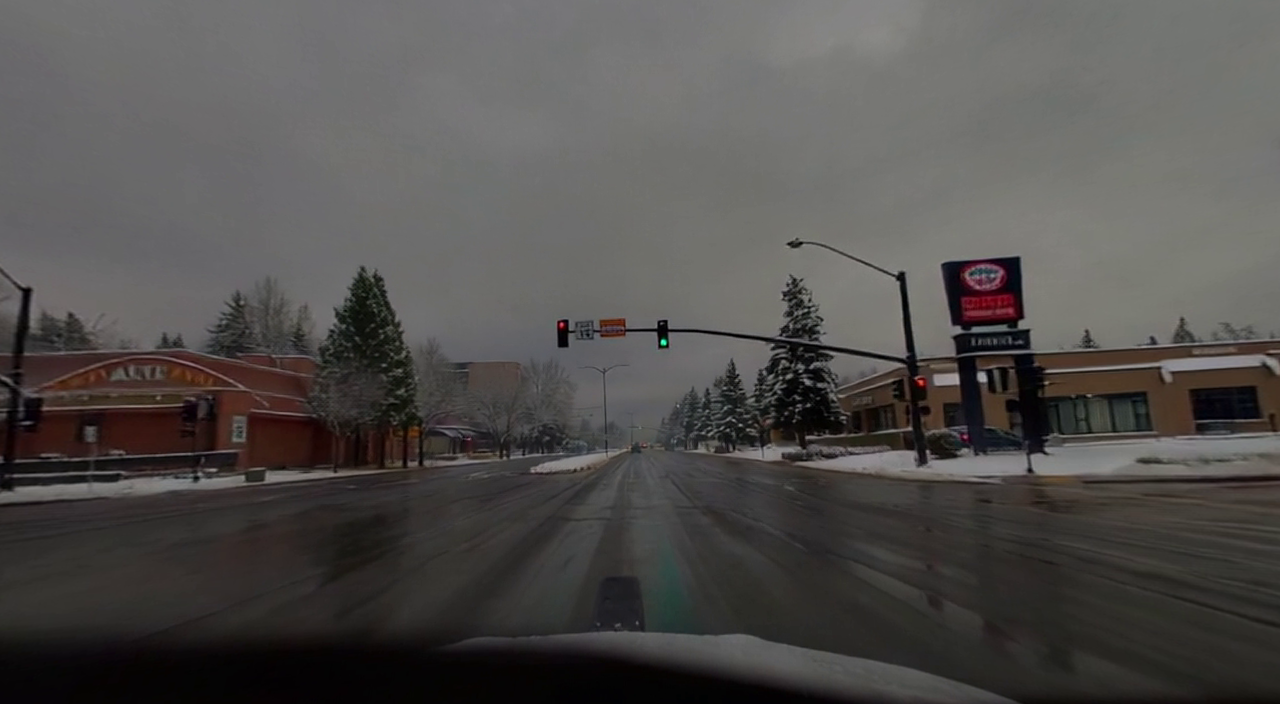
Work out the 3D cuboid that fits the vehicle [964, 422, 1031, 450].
[{"bbox_3d":[24.237,5.788,43.021,1.948,1.776,4.266,0,-9,-1],"label":"vehicle"}]
